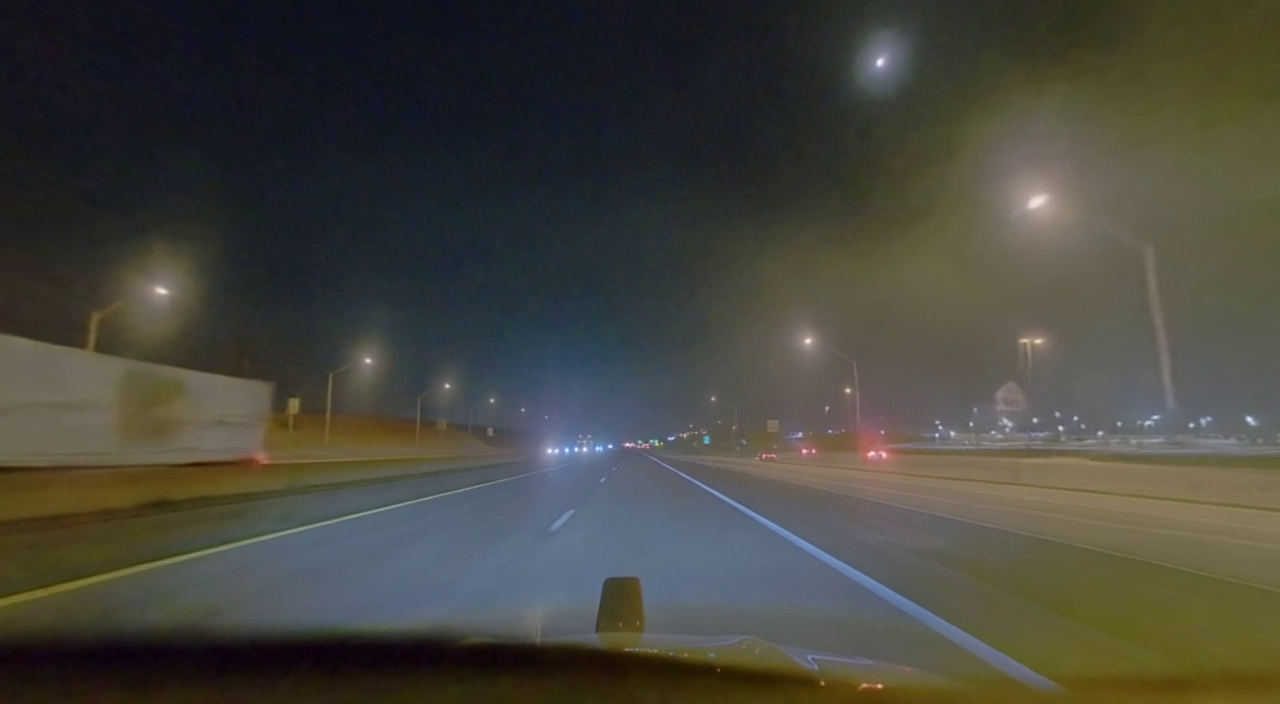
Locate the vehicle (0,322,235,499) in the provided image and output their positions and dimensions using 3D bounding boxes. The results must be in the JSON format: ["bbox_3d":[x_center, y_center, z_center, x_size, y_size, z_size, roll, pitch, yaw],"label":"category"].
[{"bbox_3d":[-16.397,1.559,15.883,2.944,4.077,14.655,0,-9,-1],"label":"vehicle"}]
